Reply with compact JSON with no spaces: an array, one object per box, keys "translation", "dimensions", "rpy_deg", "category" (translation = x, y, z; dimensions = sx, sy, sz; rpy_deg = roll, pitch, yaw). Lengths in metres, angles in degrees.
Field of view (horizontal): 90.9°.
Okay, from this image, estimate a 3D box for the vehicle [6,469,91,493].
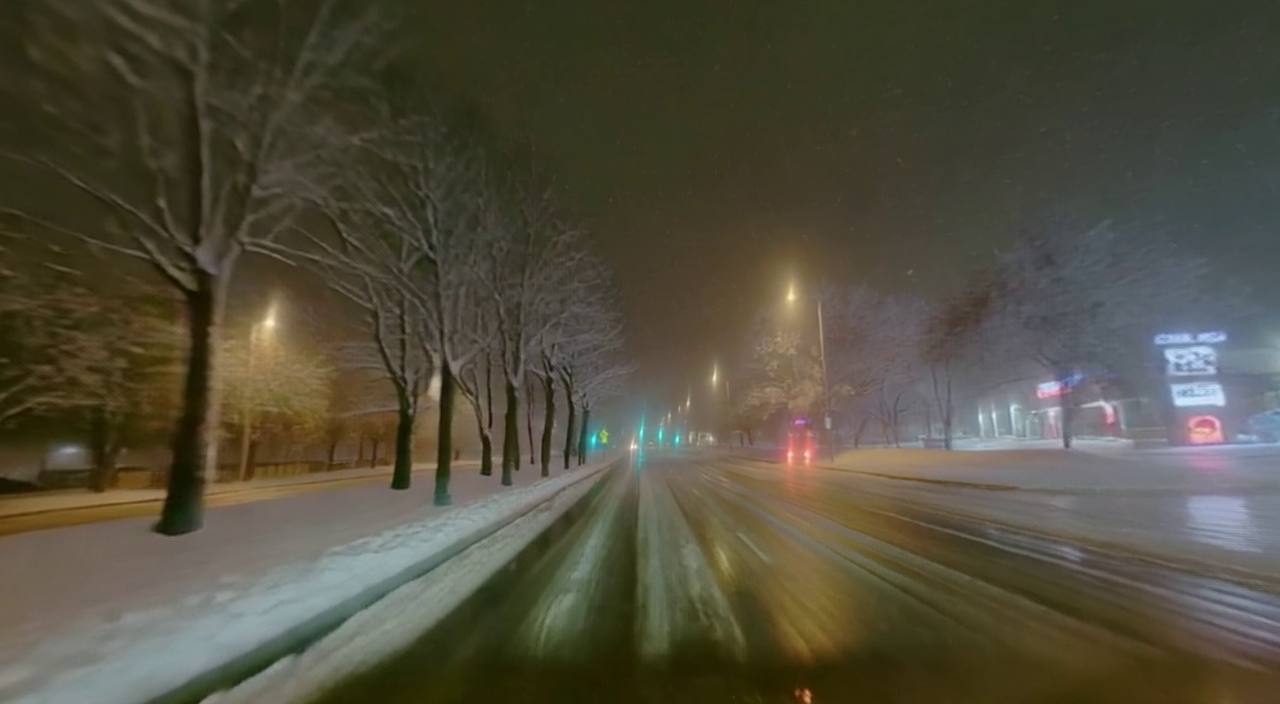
[{"translation":[-44.215,9.610,47.282],"dimensions":[1.824,1.521,4.573],"rpy_deg":[0,-9,2],"category":"vehicle"}]
